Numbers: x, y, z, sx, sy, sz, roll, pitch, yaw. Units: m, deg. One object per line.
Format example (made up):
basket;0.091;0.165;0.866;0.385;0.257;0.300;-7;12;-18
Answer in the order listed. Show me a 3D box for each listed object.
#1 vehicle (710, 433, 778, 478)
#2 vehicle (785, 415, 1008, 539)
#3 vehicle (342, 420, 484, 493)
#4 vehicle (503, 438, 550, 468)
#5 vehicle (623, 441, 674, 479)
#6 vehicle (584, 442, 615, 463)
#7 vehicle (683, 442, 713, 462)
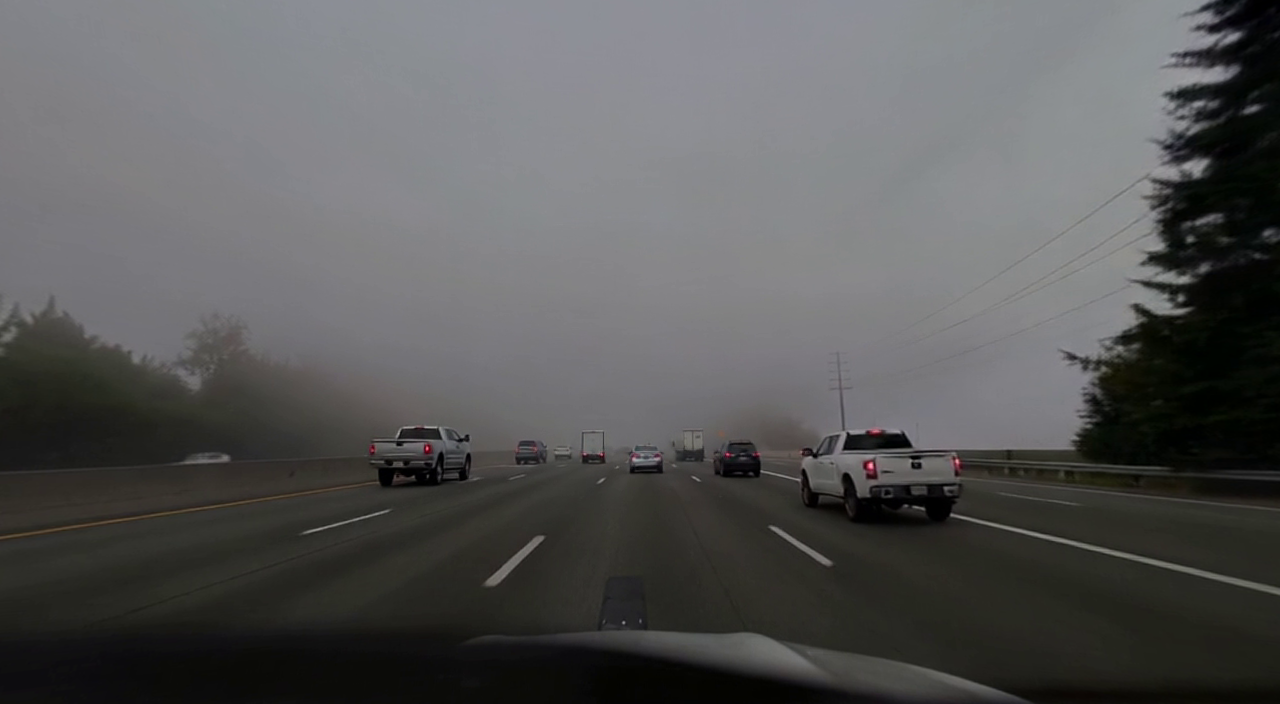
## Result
vehicle;4.450;4.494;27.694;2.195;1.778;4.455;0;-9;0
vehicle;4.032;2.042;10.882;2.002;1.691;4.290;0;-9;0
vehicle;-6.821;3.242;19.867;2.269;1.936;5.777;0;-9;0
vehicle;-6.784;6.048;38.016;1.978;1.680;4.263;0;-9;1
vehicle;0.347;4.476;26.333;1.966;1.444;3.986;0;-9;0
vehicle;-2.937;7.384;46.421;1.904;1.479;4.274;0;-9;1
vehicle;4.390;7.614;47.934;1.895;1.429;3.908;0;-9;0
